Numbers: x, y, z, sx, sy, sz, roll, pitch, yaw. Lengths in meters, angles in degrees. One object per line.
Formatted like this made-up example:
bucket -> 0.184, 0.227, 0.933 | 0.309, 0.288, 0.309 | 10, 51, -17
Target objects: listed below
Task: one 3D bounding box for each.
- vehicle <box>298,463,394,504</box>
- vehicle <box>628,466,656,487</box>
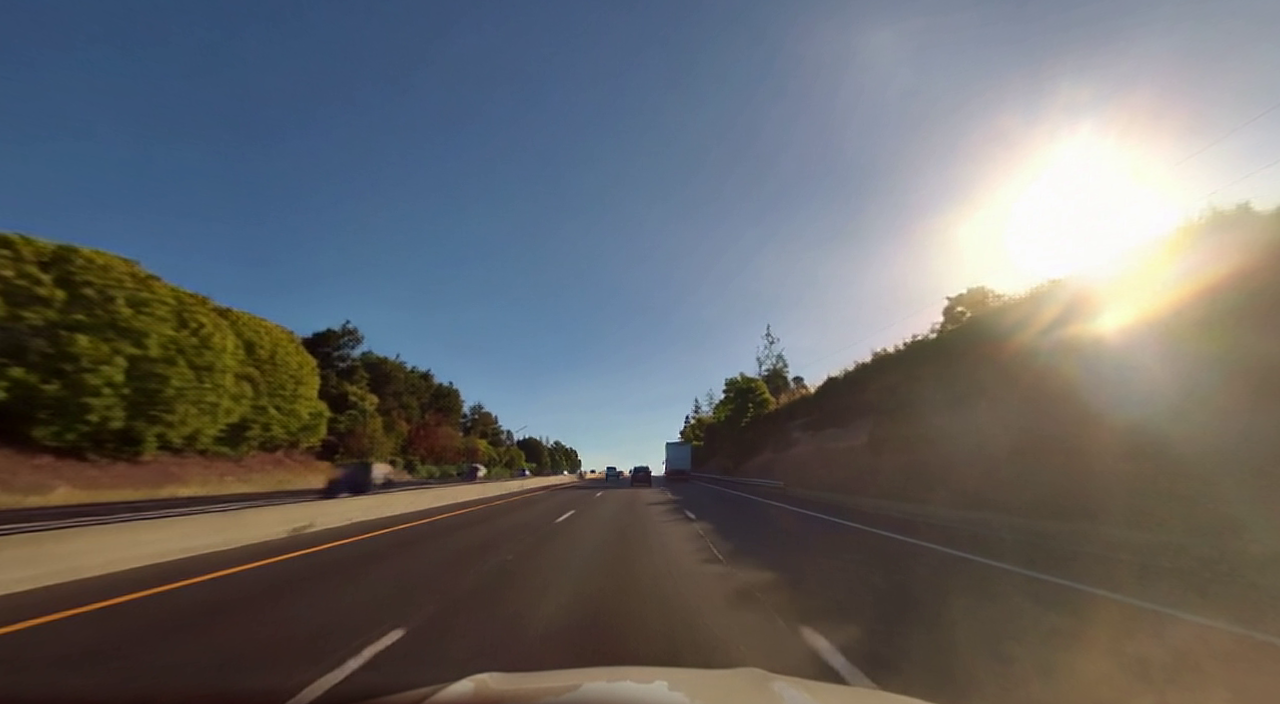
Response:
vehicle -> -11.748, 5.282, 25.483 | 1.857, 1.468, 4.119 | 1, -10, 0
vehicle -> 0.151, 9.414, 47.761 | 2.015, 1.478, 3.920 | 1, -10, 0
